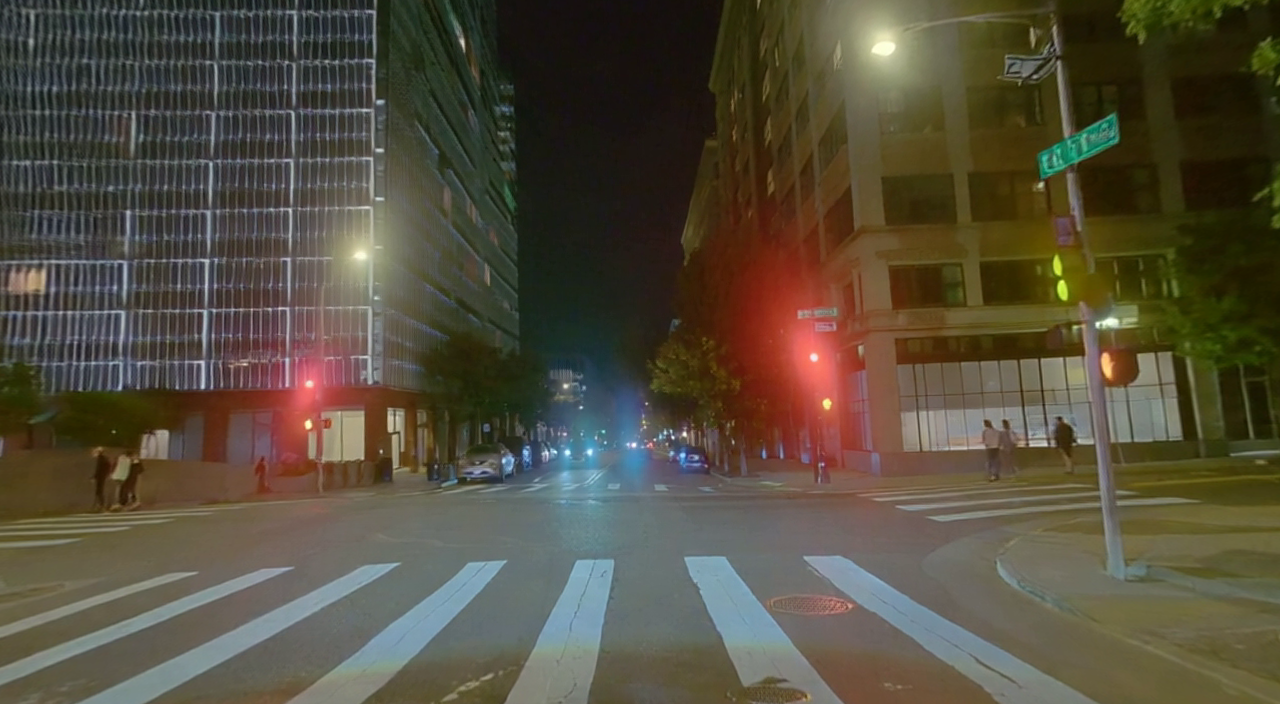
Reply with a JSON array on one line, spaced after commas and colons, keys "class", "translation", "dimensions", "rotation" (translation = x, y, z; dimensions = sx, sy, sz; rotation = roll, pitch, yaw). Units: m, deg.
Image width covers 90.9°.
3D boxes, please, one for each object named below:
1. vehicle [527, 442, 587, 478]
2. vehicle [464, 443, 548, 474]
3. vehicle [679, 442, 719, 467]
[{"class": "vehicle", "translation": [-3.649, 4.824, 28.535], "dimensions": [1.989, 1.481, 4.500], "rotation": [0, -8, 1]}, {"class": "vehicle", "translation": [-8.011, 6.372, 38.012], "dimensions": [4.526, 1.726, 1.963], "rotation": [8, -12, -44]}, {"class": "vehicle", "translation": [3.558, 6.279, 38.863], "dimensions": [1.853, 1.426, 4.160], "rotation": [1, -8, -3]}]
